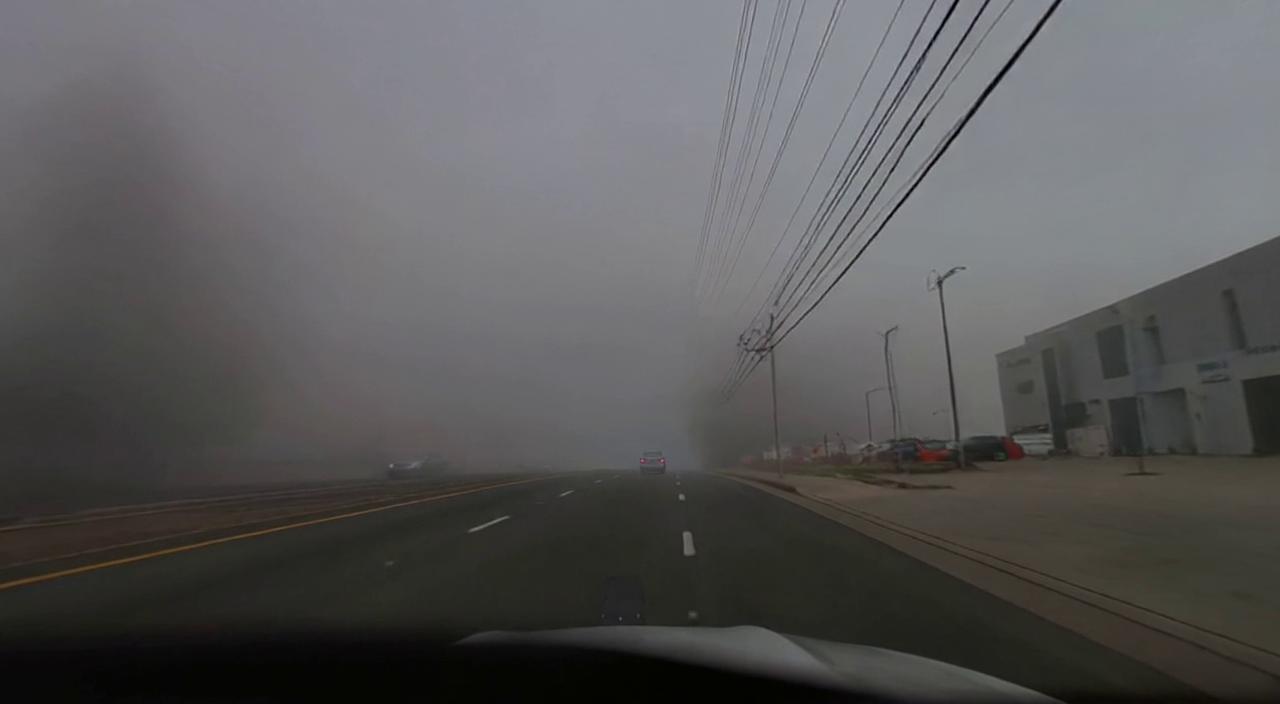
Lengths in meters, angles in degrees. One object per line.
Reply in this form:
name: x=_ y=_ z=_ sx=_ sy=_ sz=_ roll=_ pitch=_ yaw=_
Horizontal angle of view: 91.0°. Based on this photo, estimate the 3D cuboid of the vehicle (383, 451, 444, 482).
vehicle: x=-13.508 y=6.833 z=37.835 sx=1.942 sy=1.710 sz=4.167 roll=-1 pitch=-8 yaw=3

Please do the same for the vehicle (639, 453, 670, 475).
vehicle: x=1.094 y=8.209 z=46.299 sx=2.114 sy=1.492 sz=4.453 roll=-1 pitch=-8 yaw=2
